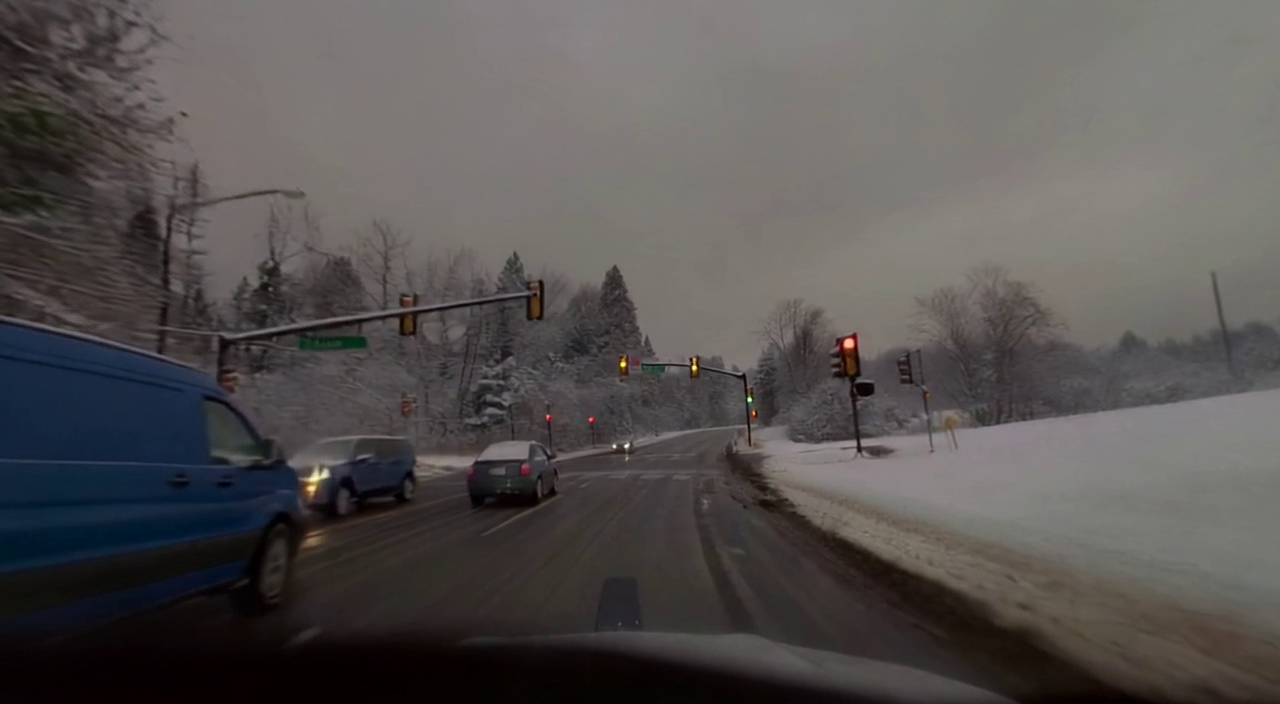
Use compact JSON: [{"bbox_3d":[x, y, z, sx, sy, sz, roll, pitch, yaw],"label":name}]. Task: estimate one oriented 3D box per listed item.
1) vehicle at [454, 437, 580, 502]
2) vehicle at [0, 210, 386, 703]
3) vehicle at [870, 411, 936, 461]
[{"bbox_3d":[-3.090,3.068,16.967,2.088,1.484,4.572,-1,-8,5],"label":"vehicle"},{"bbox_3d":[-3.522,0.702,3.087,2.362,2.185,5.212,0,-8,0],"label":"vehicle"},{"bbox_3d":[10.337,3.318,24.737,2.434,1.886,1.216,6,-11,-36],"label":"vehicle"}]
